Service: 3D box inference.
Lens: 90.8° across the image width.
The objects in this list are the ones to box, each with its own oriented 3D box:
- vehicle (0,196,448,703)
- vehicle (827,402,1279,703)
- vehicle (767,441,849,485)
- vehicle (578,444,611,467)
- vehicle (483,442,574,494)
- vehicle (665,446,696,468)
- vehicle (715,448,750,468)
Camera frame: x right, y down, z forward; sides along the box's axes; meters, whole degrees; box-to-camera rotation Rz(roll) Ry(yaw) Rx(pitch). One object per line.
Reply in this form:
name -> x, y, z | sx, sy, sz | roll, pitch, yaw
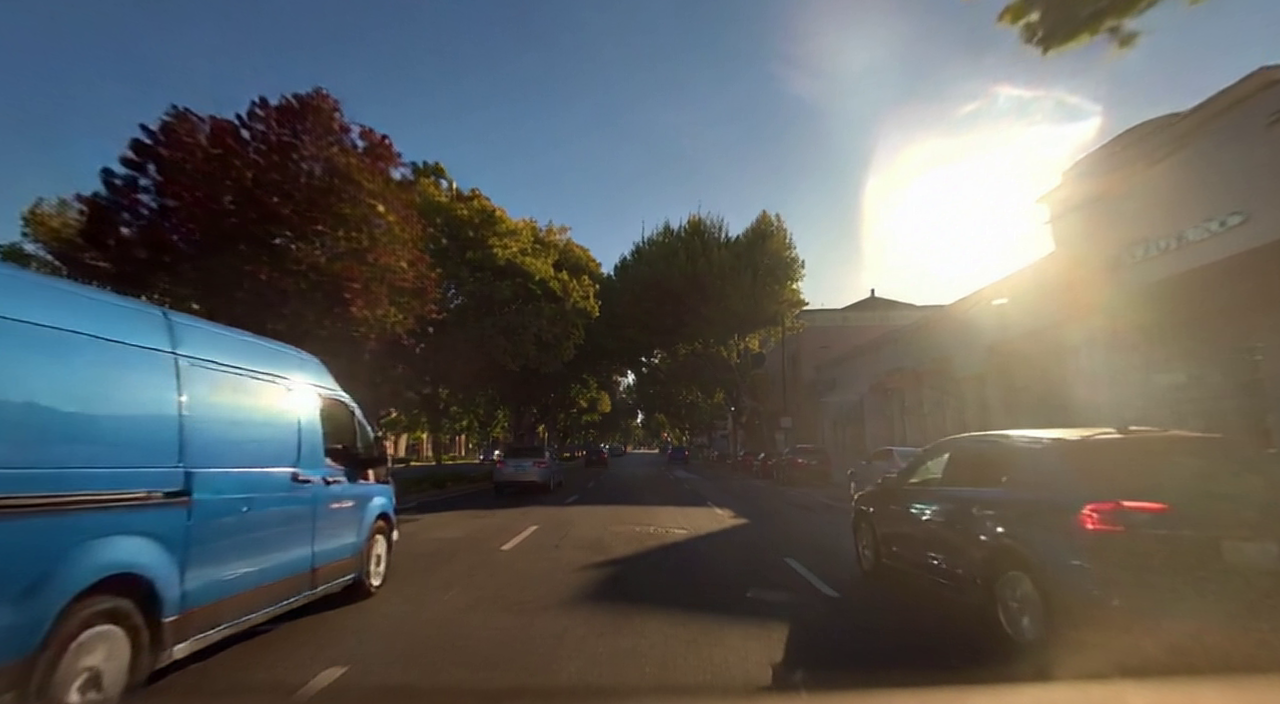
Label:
vehicle -> -3.423, 0.842, 4.096 | 2.490, 2.153, 5.594 | 0, -9, 1
vehicle -> 3.227, 1.301, 4.951 | 2.021, 1.491, 4.563 | 0, -9, -1
vehicle -> 6.671, 4.453, 25.567 | 1.983, 1.618, 4.108 | 0, -9, -4
vehicle -> -3.453, 8.001, 48.903 | 2.145, 1.694, 4.642 | 0, -9, 1
vehicle -> -3.458, 3.682, 20.430 | 2.060, 1.466, 4.387 | 0, -9, 1
vehicle -> 2.882, 7.576, 45.841 | 1.961, 1.482, 4.538 | 0, -9, -1
vehicle -> 6.791, 7.791, 46.670 | 1.896, 1.442, 4.305 | 0, -9, -1
